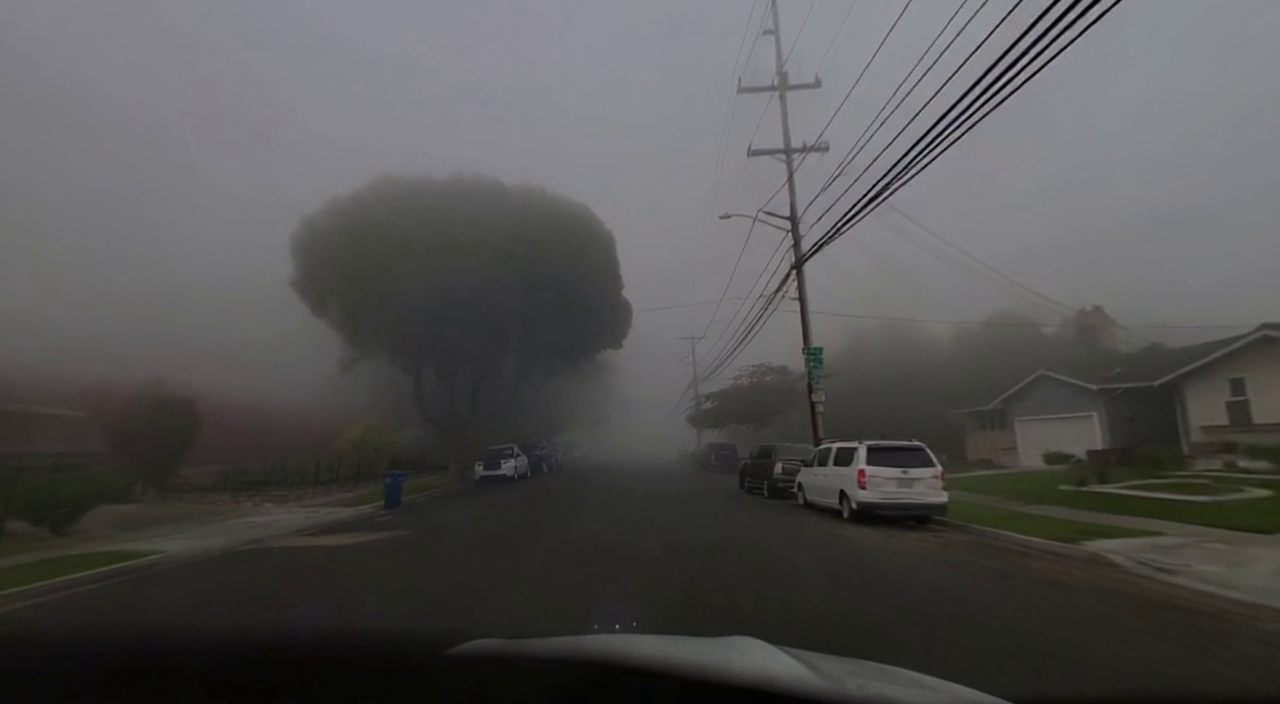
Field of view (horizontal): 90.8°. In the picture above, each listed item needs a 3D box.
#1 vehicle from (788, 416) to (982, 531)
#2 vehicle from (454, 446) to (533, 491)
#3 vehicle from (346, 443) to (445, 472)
[{"bbox_3d":[4.587,2.350,12.724,2.086,1.885,4.323,0,-9,-1],"label":"vehicle"},{"bbox_3d":[-5.397,4.364,23.870,2.031,1.468,4.165,-2,-9,-1],"label":"vehicle"},{"bbox_3d":[-13.150,5.671,34.118,4.556,1.510,1.843,0,-9,-1],"label":"vehicle"}]
